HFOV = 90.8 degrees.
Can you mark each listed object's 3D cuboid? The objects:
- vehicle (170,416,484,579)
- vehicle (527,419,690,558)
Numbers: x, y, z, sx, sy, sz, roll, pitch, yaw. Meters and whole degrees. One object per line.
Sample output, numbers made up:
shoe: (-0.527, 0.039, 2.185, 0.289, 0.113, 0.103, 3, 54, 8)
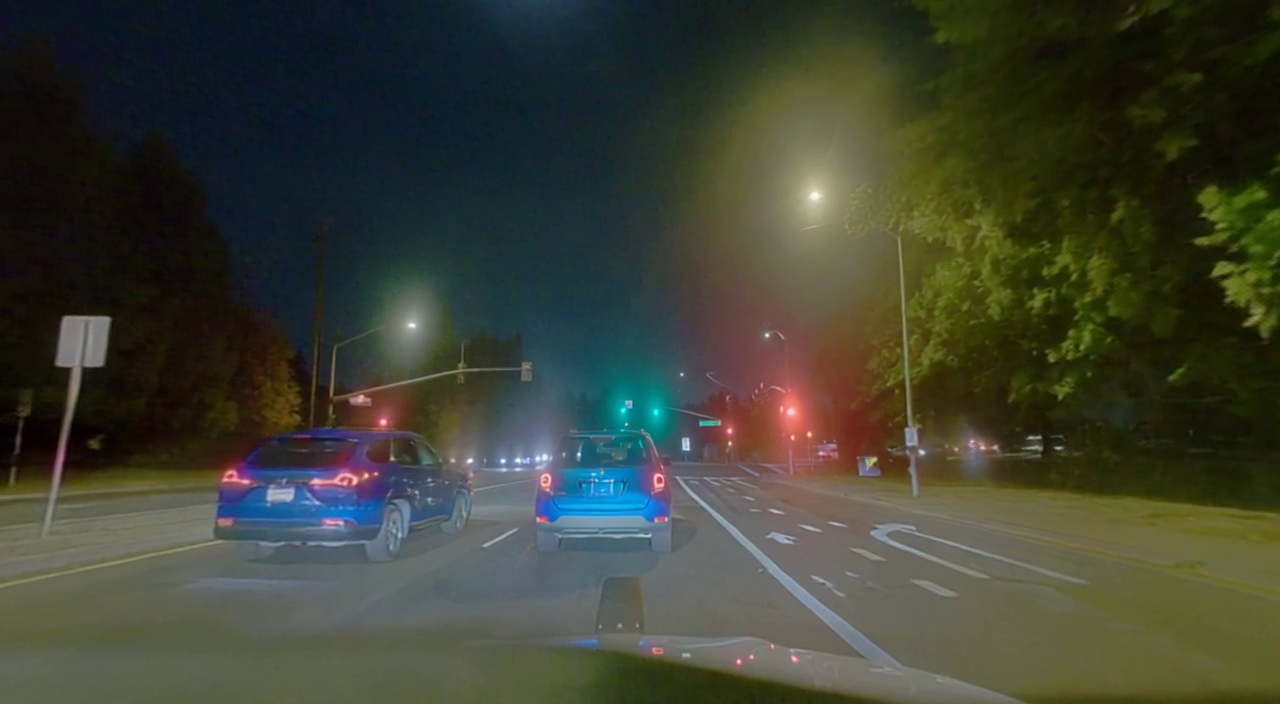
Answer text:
vehicle: (-3.849, 1.864, 8.919, 2.009, 1.673, 4.454, 0, -9, 2)
vehicle: (-0.367, 2.170, 10.860, 2.131, 1.793, 5.016, 0, -9, 1)
